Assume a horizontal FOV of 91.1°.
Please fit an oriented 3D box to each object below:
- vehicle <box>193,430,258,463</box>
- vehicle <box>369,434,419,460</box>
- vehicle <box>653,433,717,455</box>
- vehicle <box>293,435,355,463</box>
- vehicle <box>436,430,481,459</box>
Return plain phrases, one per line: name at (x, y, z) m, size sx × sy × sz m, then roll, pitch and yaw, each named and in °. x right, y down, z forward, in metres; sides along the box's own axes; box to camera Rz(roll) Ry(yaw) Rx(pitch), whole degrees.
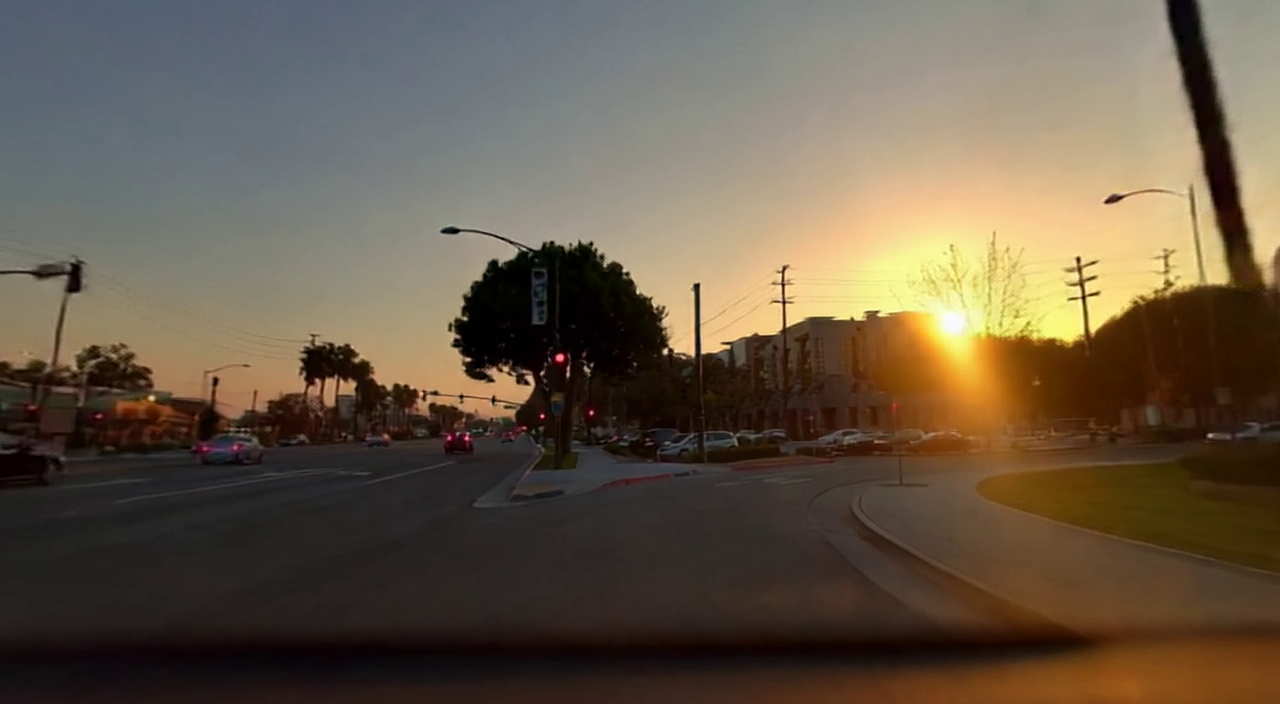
vehicle at (-23.524, 5.405, 35.788) m, size 2.156 × 1.742 × 4.264 m, roll 4°, pitch -9°, yaw -22°
vehicle at (-15.433, 5.986, 39.579) m, size 1.977 × 1.584 × 3.983 m, roll 1°, pitch -9°, yaw -7°
vehicle at (3.467, 7.140, 48.475) m, size 4.648 × 1.501 × 1.862 m, roll 3°, pitch -9°, yaw -7°
vehicle at (-18.236, 5.623, 36.435) m, size 1.900 × 1.462 × 4.225 m, roll 1°, pitch -9°, yaw -7°
vehicle at (-11.902, 6.093, 41.395) m, size 2.114 × 1.784 × 4.450 m, roll 1°, pitch -9°, yaw -7°
